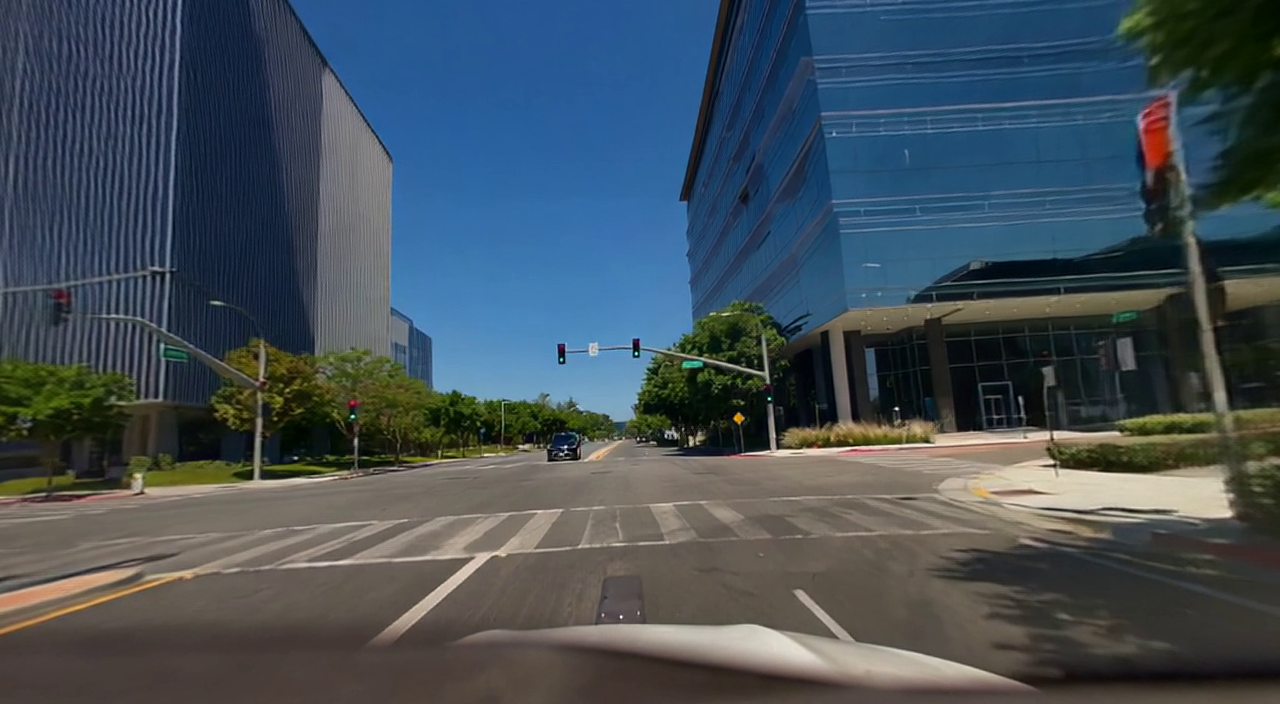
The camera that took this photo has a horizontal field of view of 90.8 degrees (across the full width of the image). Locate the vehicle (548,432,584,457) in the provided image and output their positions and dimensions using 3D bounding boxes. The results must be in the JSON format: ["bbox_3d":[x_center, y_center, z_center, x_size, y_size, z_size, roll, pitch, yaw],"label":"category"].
[{"bbox_3d":[-5.235,6.623,45.083,1.988,1.666,4.074,0,-9,1],"label":"vehicle"}]
